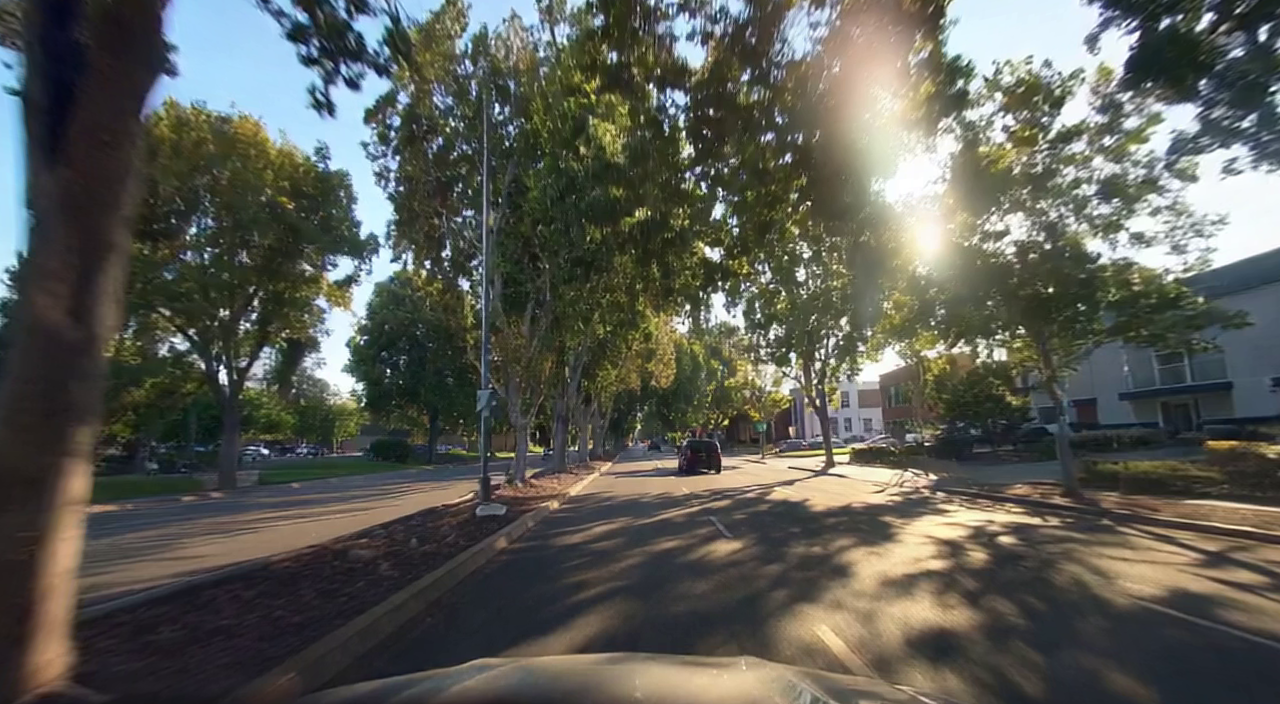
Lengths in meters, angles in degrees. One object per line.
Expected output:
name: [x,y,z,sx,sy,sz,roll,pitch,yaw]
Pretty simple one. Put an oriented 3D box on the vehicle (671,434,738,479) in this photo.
vehicle: [2.636,4.408,26.949,2.240,1.740,4.605,0,-8,-2]
